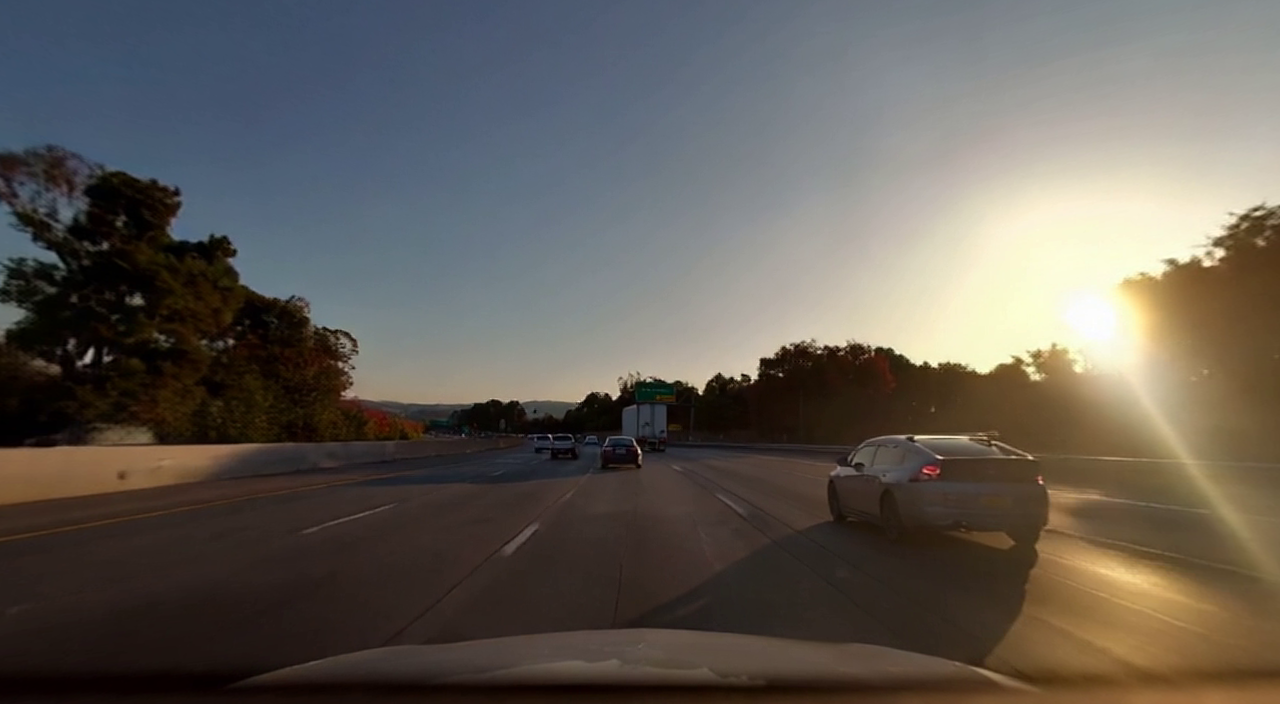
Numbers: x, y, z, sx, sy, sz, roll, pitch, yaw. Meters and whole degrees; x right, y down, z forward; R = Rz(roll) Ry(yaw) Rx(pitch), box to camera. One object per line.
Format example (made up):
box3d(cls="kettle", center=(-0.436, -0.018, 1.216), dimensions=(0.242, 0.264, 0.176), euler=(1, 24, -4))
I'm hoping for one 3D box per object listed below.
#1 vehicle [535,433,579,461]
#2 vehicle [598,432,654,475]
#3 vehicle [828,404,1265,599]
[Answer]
box3d(cls="vehicle", center=(-4.738, 5.490, 36.535), dimensions=(2.072, 1.512, 4.043), euler=(0, -9, -2))
box3d(cls="vehicle", center=(-0.581, 3.934, 24.684), dimensions=(2.020, 1.516, 3.951), euler=(0, -9, -2))
box3d(cls="vehicle", center=(3.777, 1.468, 7.053), dimensions=(1.971, 1.472, 4.301), euler=(0, -8, 0))
